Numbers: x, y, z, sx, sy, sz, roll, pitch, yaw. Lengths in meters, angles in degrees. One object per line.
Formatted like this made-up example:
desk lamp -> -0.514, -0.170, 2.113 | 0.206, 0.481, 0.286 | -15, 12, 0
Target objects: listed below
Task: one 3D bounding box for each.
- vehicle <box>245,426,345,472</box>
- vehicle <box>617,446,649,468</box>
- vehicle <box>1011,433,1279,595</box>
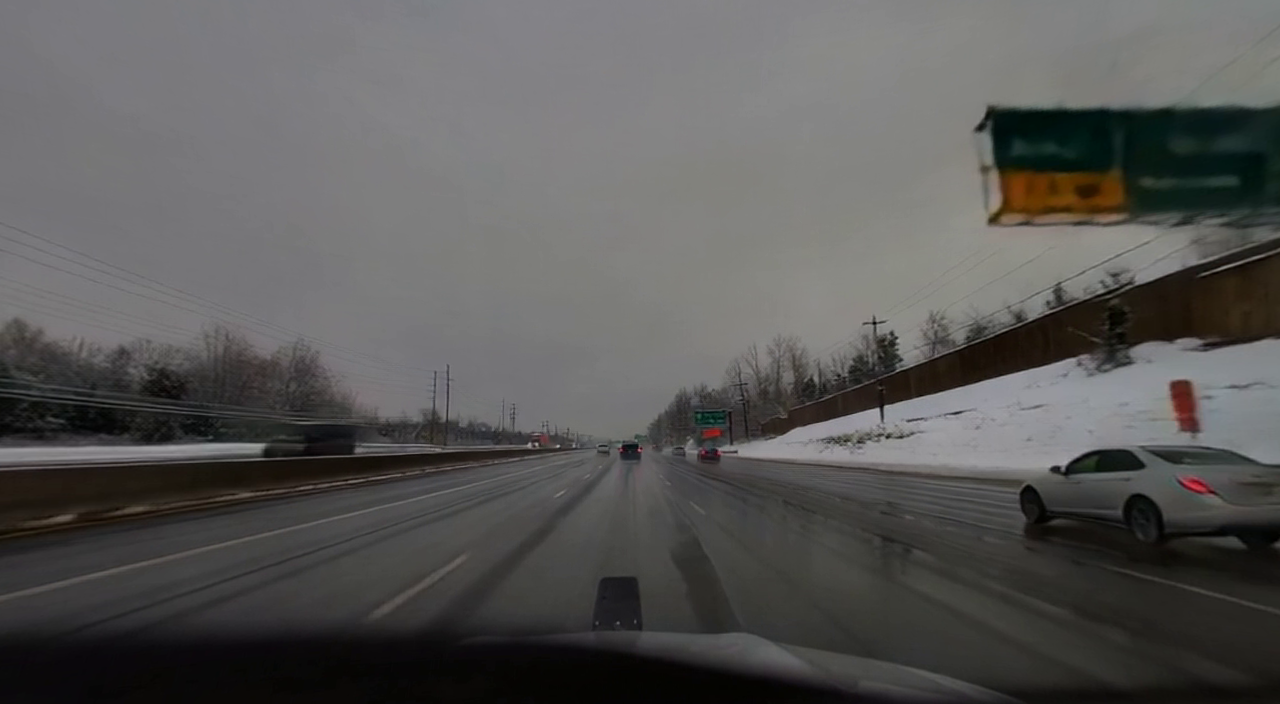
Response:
vehicle -> -20.334, 5.756, 37.731 | 2.317, 2.445, 6.428 | 0, -8, 0
vehicle -> -0.517, 7.333, 44.343 | 2.109, 1.489, 4.027 | 0, -8, -1
vehicle -> 6.697, 1.739, 7.587 | 1.876, 1.451, 4.154 | 0, -8, -1
